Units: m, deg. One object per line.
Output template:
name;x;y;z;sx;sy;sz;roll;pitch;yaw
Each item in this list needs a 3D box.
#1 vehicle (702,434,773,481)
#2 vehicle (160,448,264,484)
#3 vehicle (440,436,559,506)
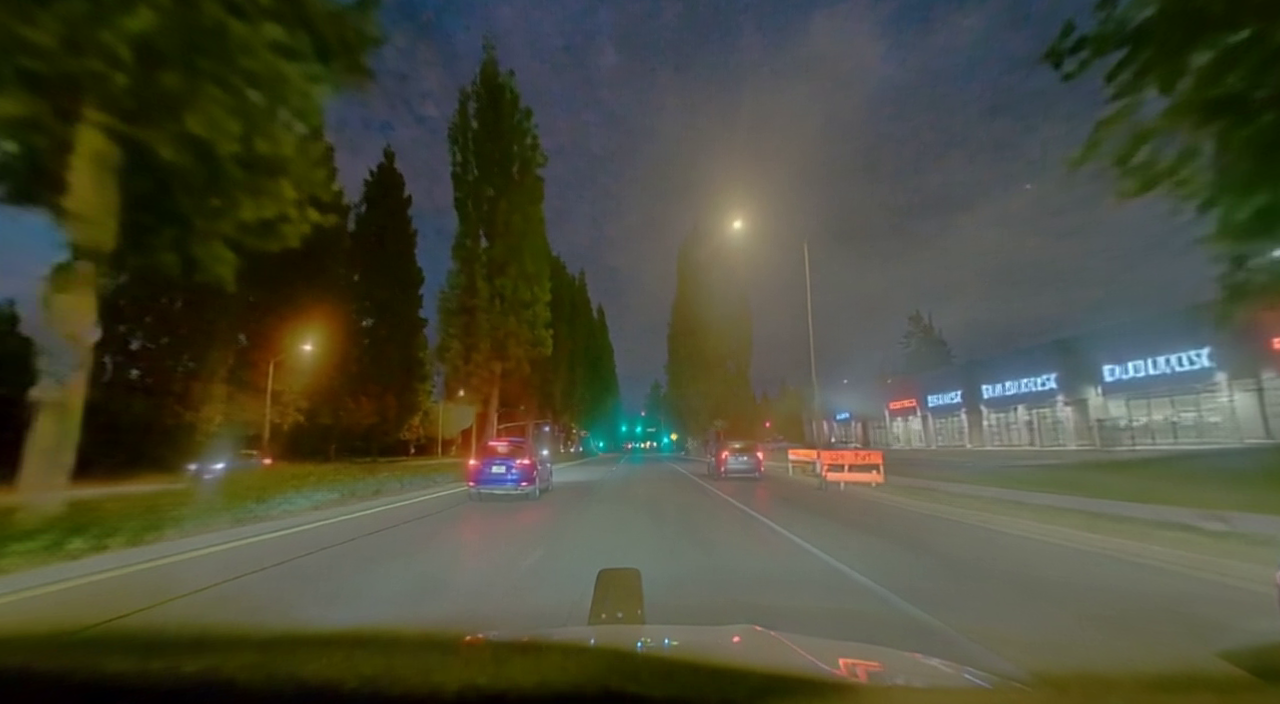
vehicle;4.023;4.469;27.036;2.159;1.793;4.735;0;-9;-1
vehicle;-21.521;5.725;32.054;1.958;1.641;4.663;0;-9;1
vehicle;-3.285;2.876;15.688;2.020;1.474;4.098;0;-9;0
